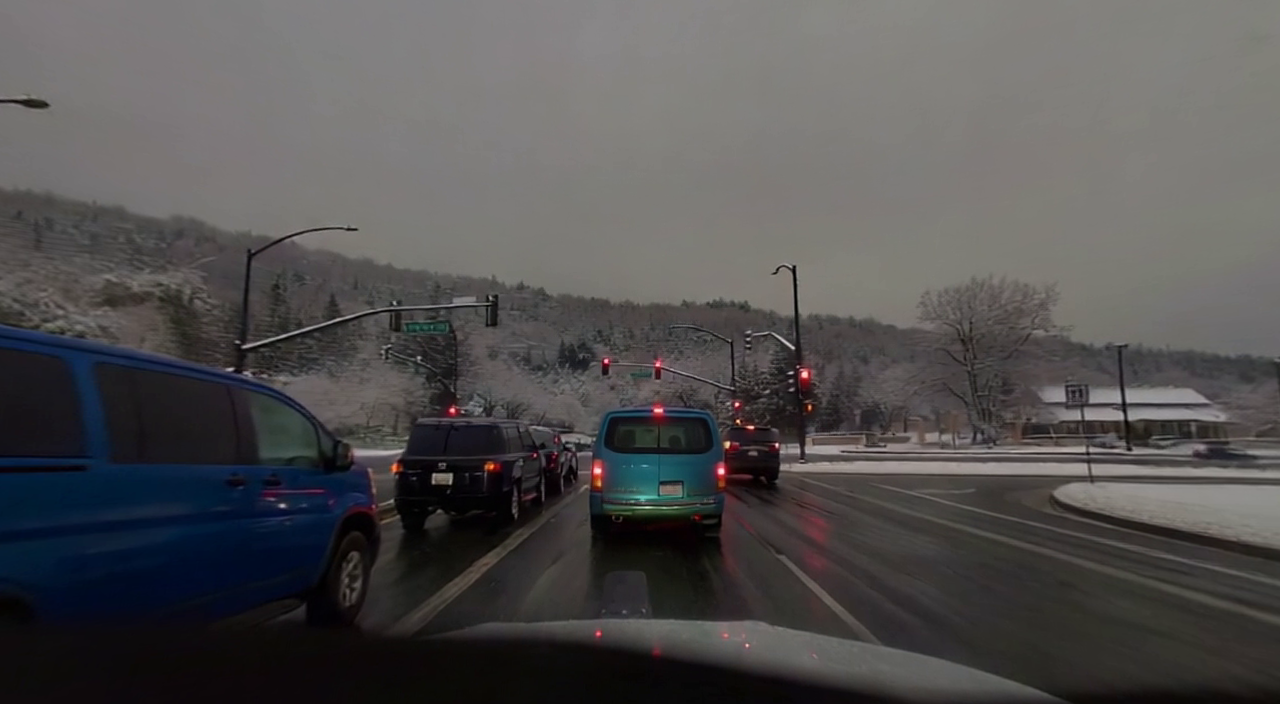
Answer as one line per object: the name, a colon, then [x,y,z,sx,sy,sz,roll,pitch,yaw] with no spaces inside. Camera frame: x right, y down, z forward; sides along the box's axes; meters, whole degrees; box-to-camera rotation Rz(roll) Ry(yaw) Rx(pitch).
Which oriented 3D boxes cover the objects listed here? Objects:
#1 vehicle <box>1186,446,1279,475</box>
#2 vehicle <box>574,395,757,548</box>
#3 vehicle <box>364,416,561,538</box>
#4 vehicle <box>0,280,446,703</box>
vehicle: [31.881,5.659,33.049,4.696,1.461,1.810,0,-8,1]
vehicle: [0.295,1.758,9.813,2.185,1.822,4.391,0,-8,0]
vehicle: [-2.682,2.021,10.779,1.972,1.642,4.372,0,-8,2]
vehicle: [-2.798,0.893,3.047,2.131,1.783,4.540,0,-8,2]
